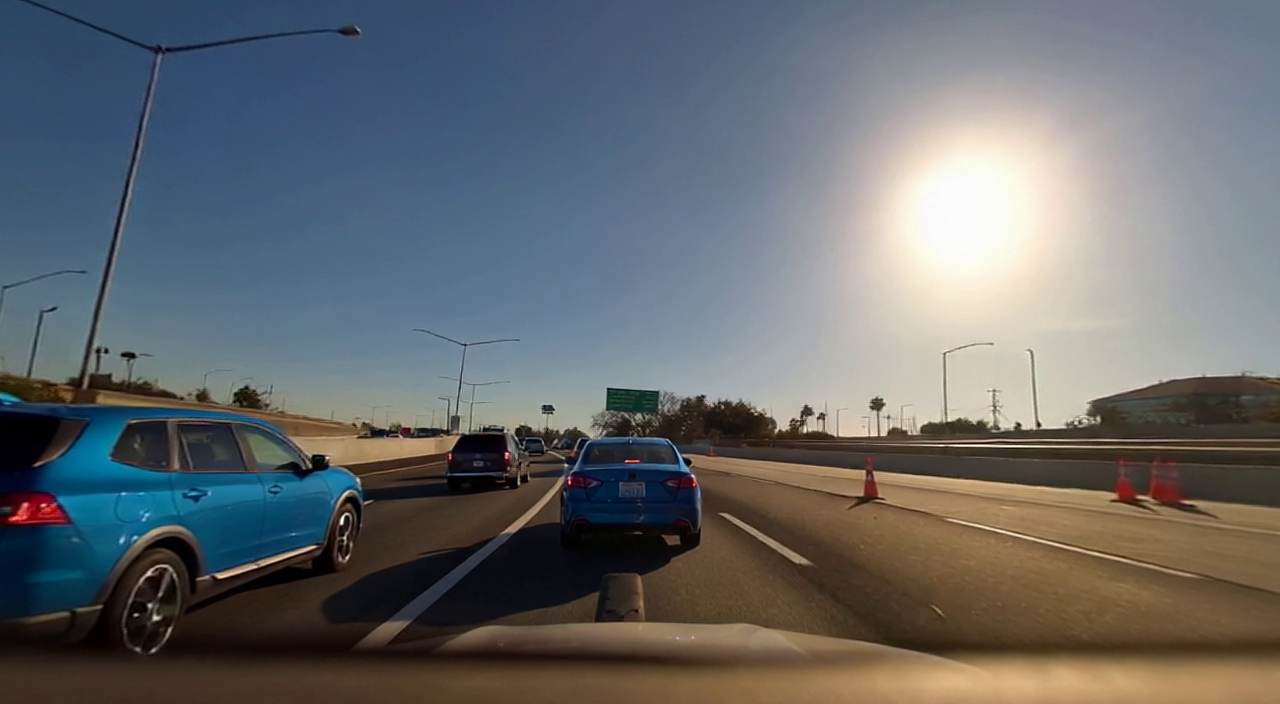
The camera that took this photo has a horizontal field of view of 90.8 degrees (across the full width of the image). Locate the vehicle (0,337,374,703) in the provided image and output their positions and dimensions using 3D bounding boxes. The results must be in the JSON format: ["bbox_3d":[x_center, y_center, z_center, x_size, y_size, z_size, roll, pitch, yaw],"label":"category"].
[{"bbox_3d":[-3.636,1.052,4.193,2.025,1.708,4.089,0,-9,-1],"label":"vehicle"}]

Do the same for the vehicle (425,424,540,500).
[{"bbox_3d":[-3.939,2.826,16.537,1.982,1.727,4.057,0,-9,-1],"label":"vehicle"}]

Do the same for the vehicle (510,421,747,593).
[{"bbox_3d":[-0.182,1.653,7.585,2.069,1.484,3.982,0,-9,-3],"label":"vehicle"}]
